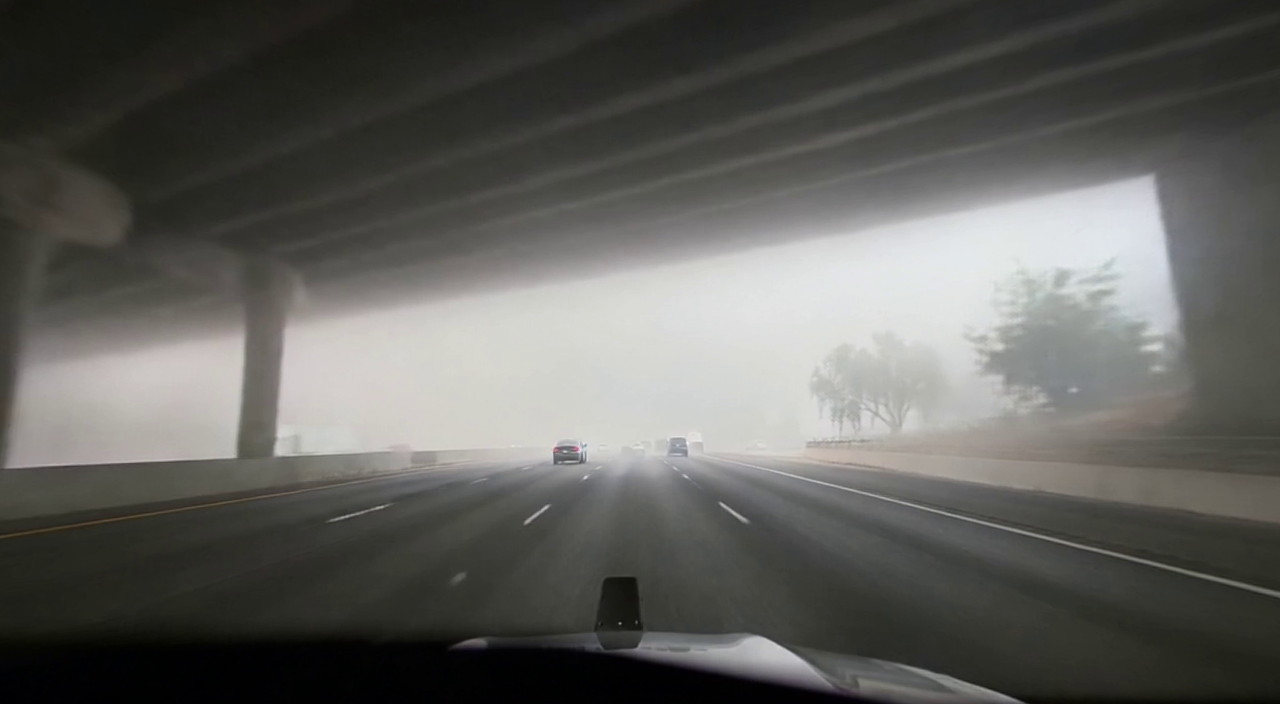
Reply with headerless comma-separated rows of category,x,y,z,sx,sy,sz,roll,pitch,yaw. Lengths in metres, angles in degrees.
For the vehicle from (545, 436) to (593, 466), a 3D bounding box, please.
vehicle,-3.693,5.254,33.528,2.066,1.500,4.415,0,-8,0
